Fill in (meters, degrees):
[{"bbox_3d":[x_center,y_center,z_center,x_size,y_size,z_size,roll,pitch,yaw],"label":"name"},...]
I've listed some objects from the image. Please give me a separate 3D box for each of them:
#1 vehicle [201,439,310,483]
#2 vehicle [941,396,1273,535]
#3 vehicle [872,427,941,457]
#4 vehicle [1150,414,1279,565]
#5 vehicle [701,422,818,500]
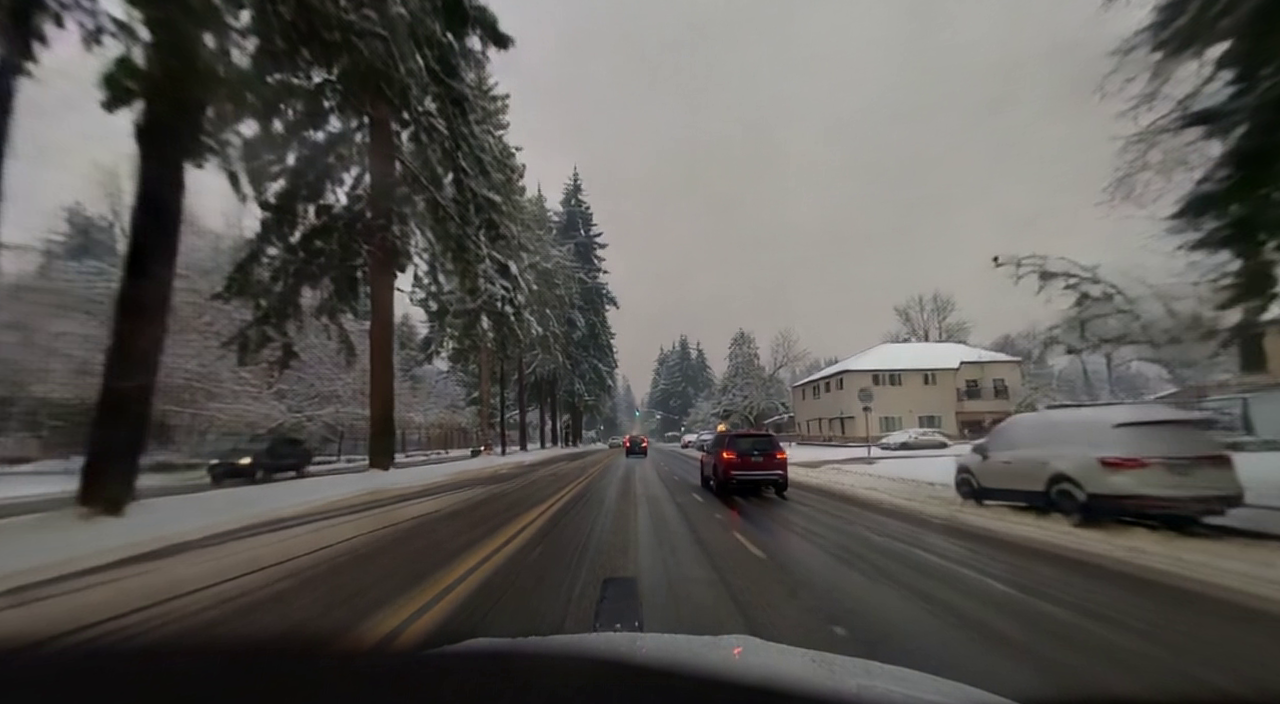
[{"bbox_3d":[-15.648,4.432,25.926,1.885,1.633,4.265,1,-8,-2],"label":"vehicle"},{"bbox_3d":[7.469,1.879,10.971,2.047,1.852,4.861,0,-8,0],"label":"vehicle"},{"bbox_3d":[17.399,5.934,41.386,2.131,1.782,5.183,0,-8,-2],"label":"vehicle"},{"bbox_3d":[7.564,1.308,5.750,1.886,1.534,4.464,1,-8,-3],"label":"vehicle"},{"bbox_3d":[2.779,2.651,15.645,2.022,1.656,4.025,0,-8,-1],"label":"vehicle"}]
